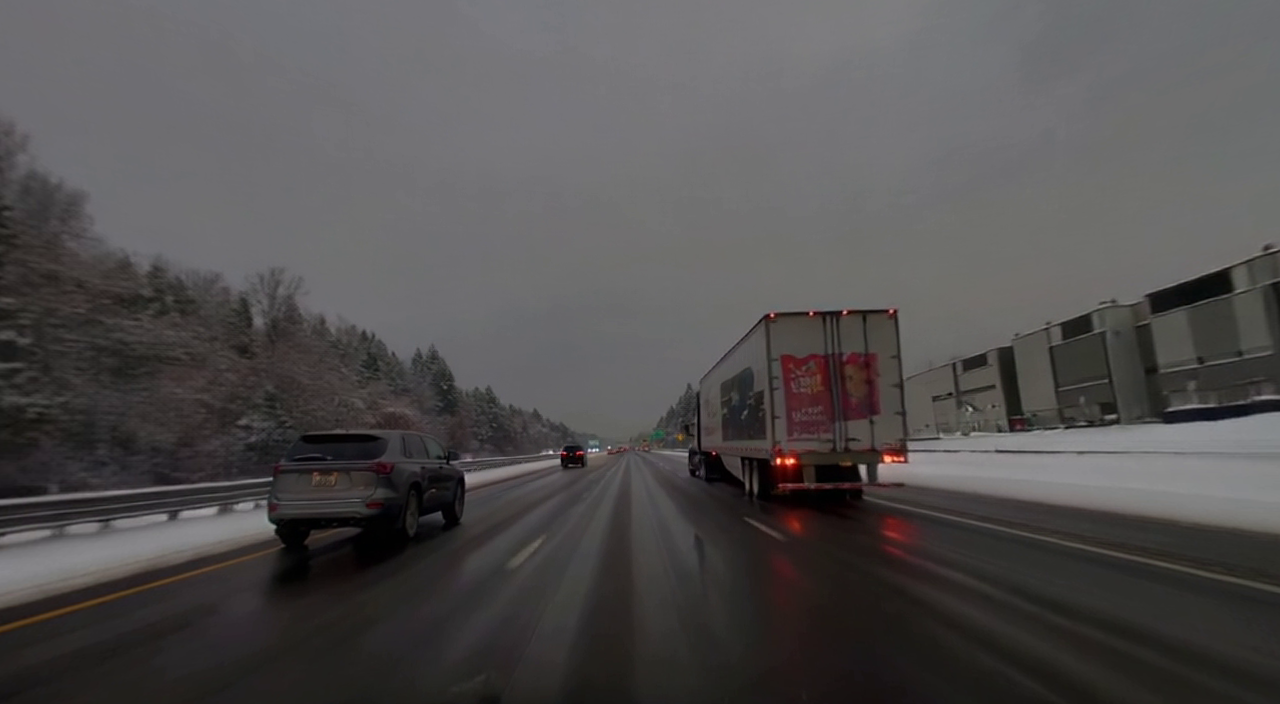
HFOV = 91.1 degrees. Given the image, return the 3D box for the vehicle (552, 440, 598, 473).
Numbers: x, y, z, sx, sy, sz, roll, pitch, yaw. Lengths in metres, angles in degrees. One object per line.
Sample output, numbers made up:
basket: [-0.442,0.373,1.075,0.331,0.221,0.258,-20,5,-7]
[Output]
vehicle: [-3.620,5.906,35.748,2.139,1.716,4.530,0,-9,0]

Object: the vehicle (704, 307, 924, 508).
vehicle: [4.325,2.185,20.162,2.998,4.236,13.886,0,-9,0]

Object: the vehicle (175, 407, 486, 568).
vehicle: [-3.992,1.854,9.320,2.202,1.760,4.617,0,-9,1]
